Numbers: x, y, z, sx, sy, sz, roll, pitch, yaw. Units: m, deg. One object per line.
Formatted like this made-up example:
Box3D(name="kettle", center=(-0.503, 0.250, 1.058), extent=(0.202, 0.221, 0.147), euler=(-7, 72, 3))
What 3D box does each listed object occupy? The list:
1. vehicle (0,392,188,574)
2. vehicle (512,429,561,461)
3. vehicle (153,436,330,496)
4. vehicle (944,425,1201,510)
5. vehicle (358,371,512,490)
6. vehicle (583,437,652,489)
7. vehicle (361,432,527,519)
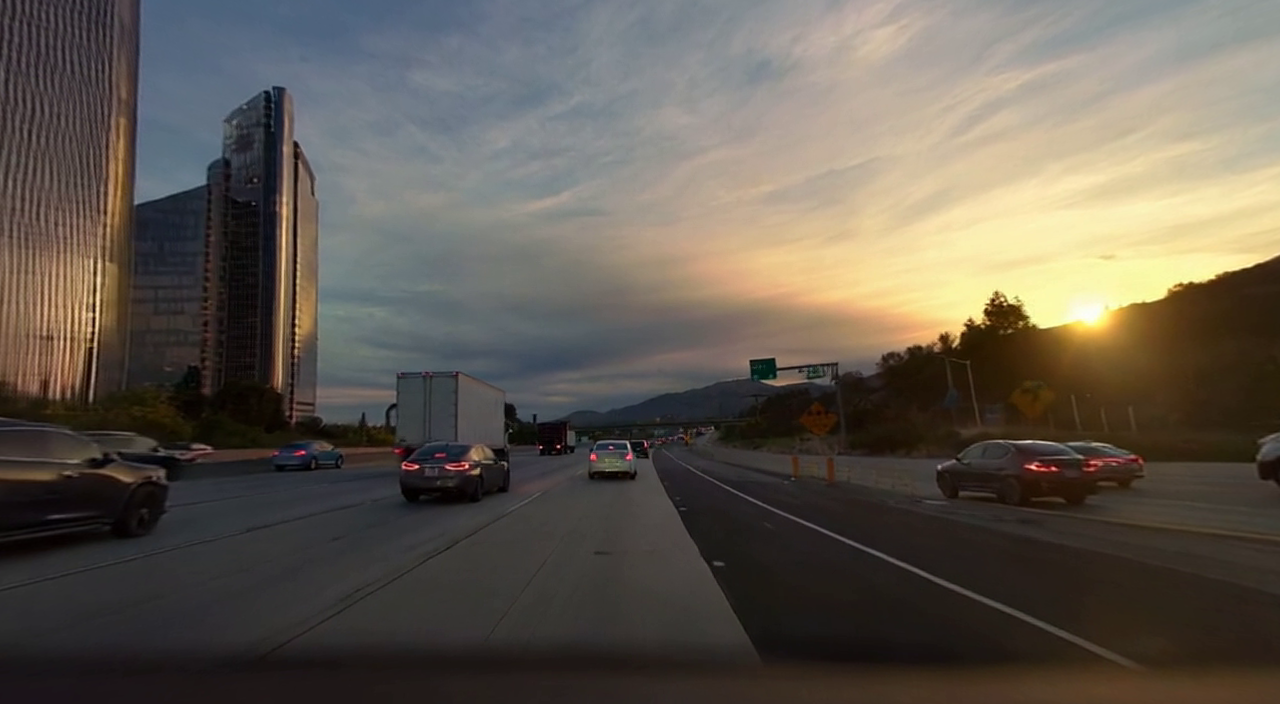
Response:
Box3D(name="vehicle", center=(-7.563, 1.343, 6.489), extent=(2.190, 1.821, 4.800), euler=(0, -8, 0))
Box3D(name="vehicle", center=(-6.994, 6.353, 43.040), extent=(2.339, 2.059, 5.359), euler=(0, -8, 1))
Box3D(name="vehicle", center=(-11.111, 3.194, 18.101), extent=(1.987, 1.495, 4.710), euler=(0, -8, 0))
Box3D(name="vehicle", center=(11.694, 3.139, 17.744), extent=(2.415, 1.972, 5.572), euler=(2, -9, -15))
Box3D(name="vehicle", center=(-6.668, 2.822, 22.093), extent=(2.955, 3.359, 8.322), euler=(0, -8, -3))
Box3D(name="vehicle", center=(-0.641, 3.492, 20.150), extent=(1.991, 1.488, 3.922), euler=(0, -8, 0))
Box3D(name="vehicle", center=(-3.818, 2.482, 13.204), extent=(2.016, 1.497, 4.235), euler=(0, -8, 2))
